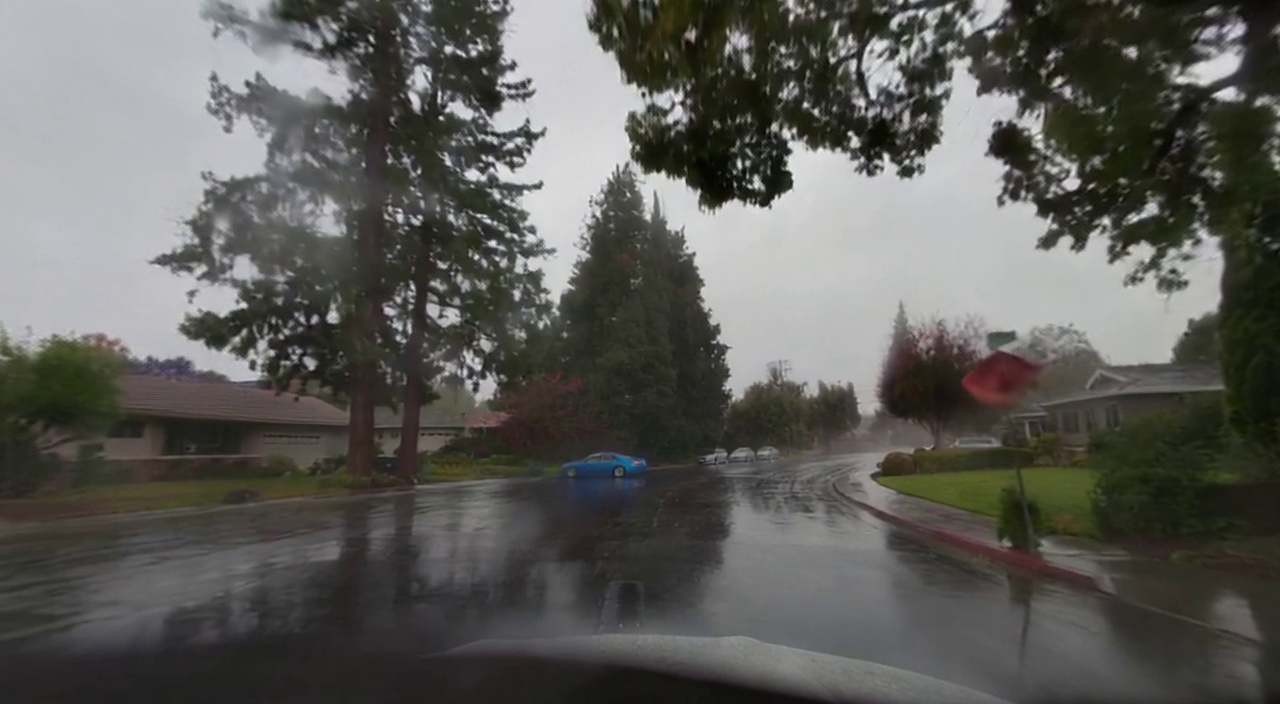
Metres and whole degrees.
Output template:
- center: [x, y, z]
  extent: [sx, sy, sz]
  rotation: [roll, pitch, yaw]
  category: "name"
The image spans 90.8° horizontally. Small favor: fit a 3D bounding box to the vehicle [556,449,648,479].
- center: [-2.041, 6.040, 34.259]
  extent: [4.653, 1.480, 1.871]
  rotation: [-3, -9, 17]
  category: "vehicle"
